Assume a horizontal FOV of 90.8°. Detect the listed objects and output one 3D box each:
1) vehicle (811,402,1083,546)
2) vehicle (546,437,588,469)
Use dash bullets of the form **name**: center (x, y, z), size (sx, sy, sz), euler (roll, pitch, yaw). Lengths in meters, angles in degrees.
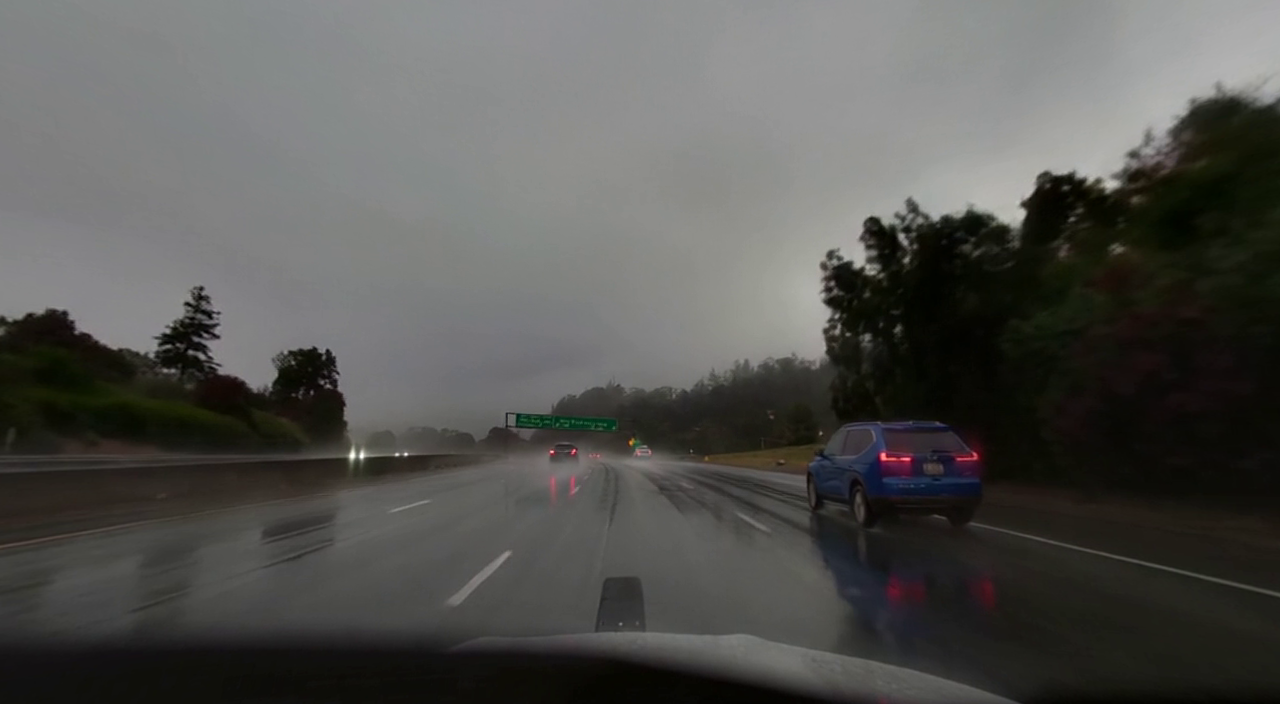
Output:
- **vehicle**: center (4.745, 1.988, 10.877), size (2.103, 1.903, 4.837), euler (0, -9, -2)
- **vehicle**: center (-5.090, 7.146, 44.834), size (2.537, 2.121, 5.251), euler (0, -9, -2)
